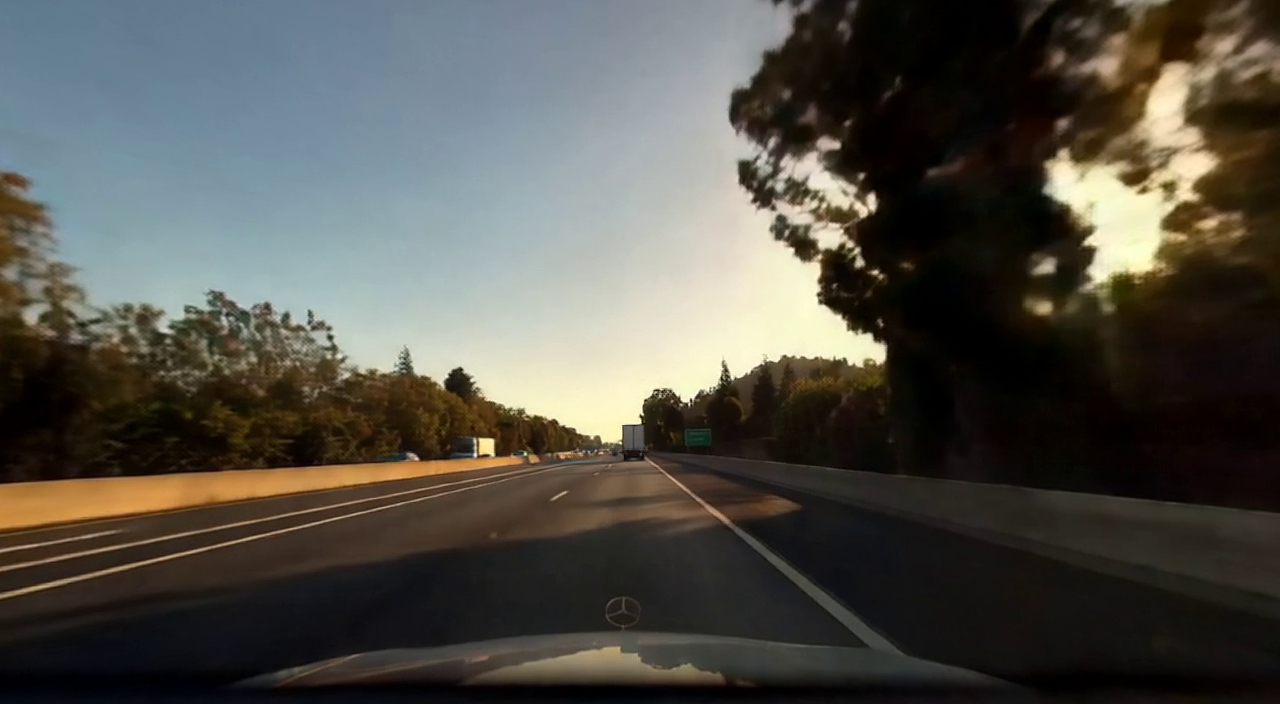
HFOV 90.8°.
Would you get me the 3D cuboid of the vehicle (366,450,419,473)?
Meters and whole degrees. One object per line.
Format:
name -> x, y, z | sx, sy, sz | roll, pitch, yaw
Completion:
vehicle -> -18.219, 8.099, 46.738 | 1.950, 1.586, 4.785 | 0, -9, 0
